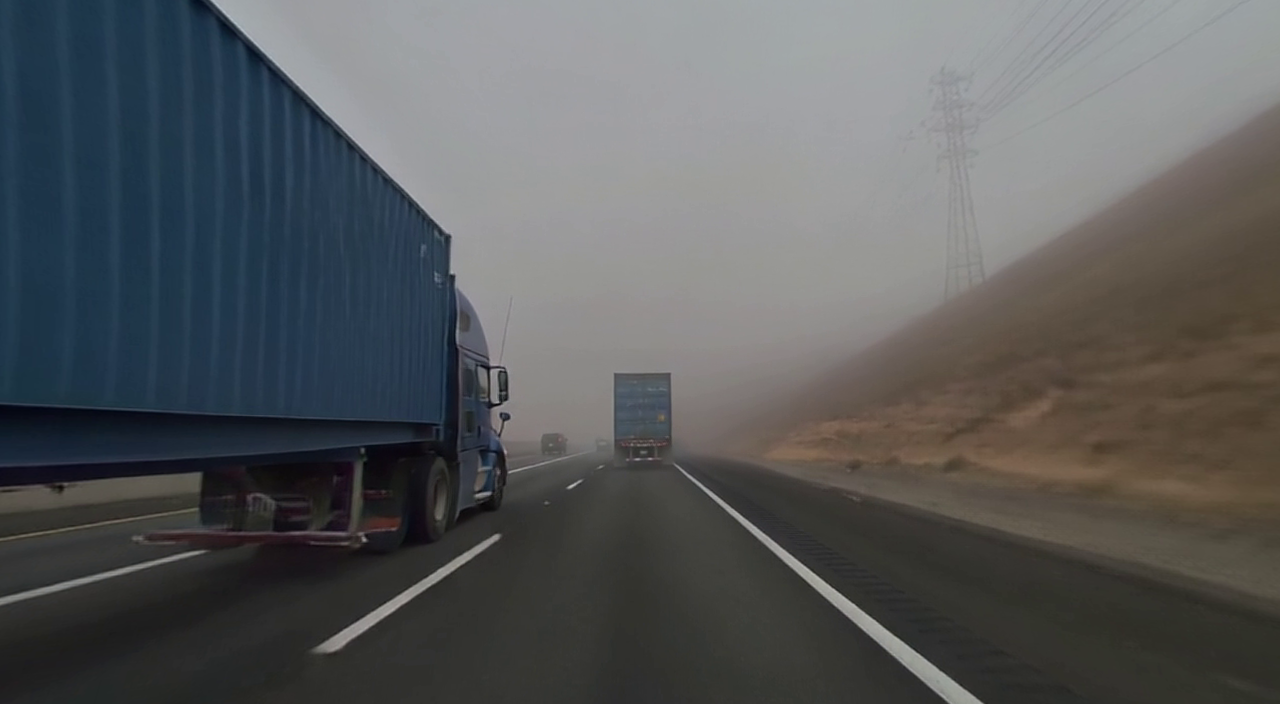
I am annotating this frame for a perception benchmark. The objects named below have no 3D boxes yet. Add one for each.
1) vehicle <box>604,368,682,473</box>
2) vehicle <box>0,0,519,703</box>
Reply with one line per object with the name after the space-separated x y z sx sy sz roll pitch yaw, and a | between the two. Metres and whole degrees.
0.038 3.496 30.414 3.006 4.120 11.586 0 -8 -1 | vehicle
-4.130 0.192 7.149 3.314 4.224 9.816 0 -8 1 | vehicle
